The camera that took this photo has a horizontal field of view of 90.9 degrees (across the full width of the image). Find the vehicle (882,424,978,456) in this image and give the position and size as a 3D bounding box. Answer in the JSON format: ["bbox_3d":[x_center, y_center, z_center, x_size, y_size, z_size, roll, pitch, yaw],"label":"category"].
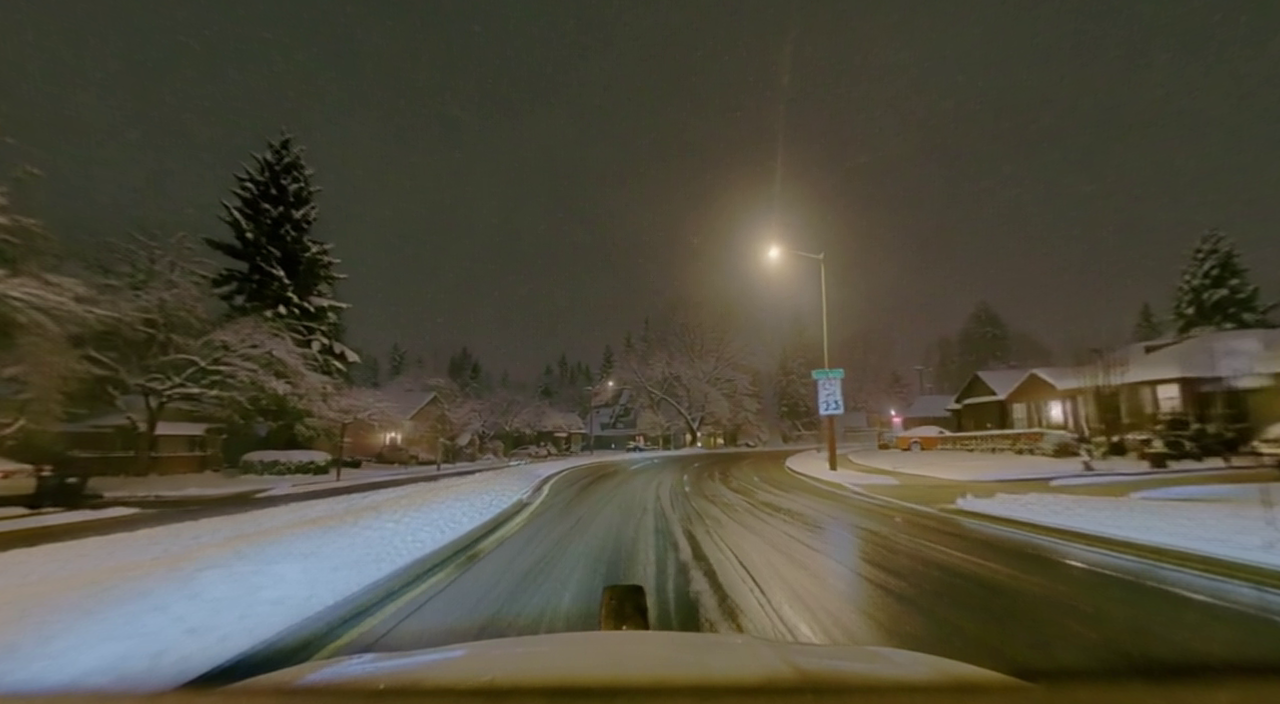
[{"bbox_3d":[16.818,5.136,36.778,4.766,1.789,1.939,-3,-9,16],"label":"vehicle"}]

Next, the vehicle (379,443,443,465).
[{"bbox_3d":[-17.506,7.787,48.191,4.110,1.605,1.968,-2,-9,15],"label":"vehicle"}]
